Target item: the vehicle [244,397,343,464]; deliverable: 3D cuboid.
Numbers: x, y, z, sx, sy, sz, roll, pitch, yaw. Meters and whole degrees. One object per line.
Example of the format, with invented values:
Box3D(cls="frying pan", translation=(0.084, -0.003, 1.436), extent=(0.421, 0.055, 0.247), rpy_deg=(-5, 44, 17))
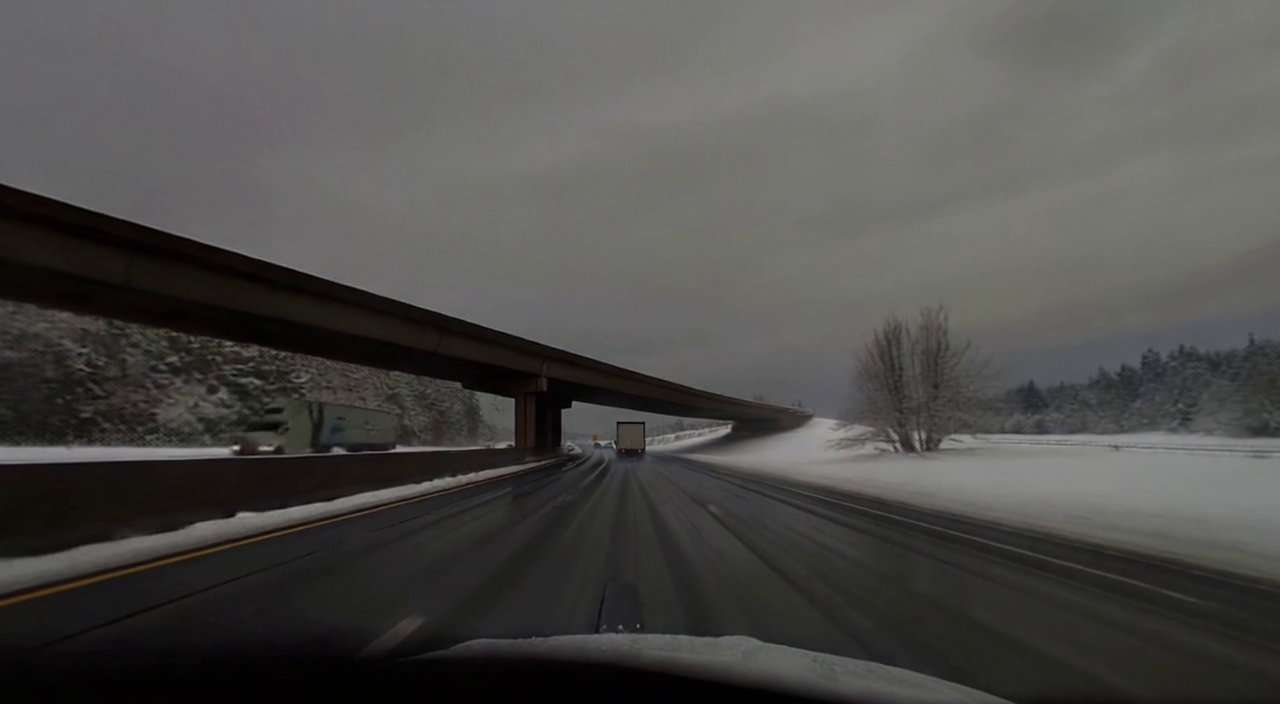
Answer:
Box3D(cls="vehicle", translation=(-21.732, 5.074, 39.988), extent=(2.984, 3.924, 5.928), rpy_deg=(0, -9, -3))
